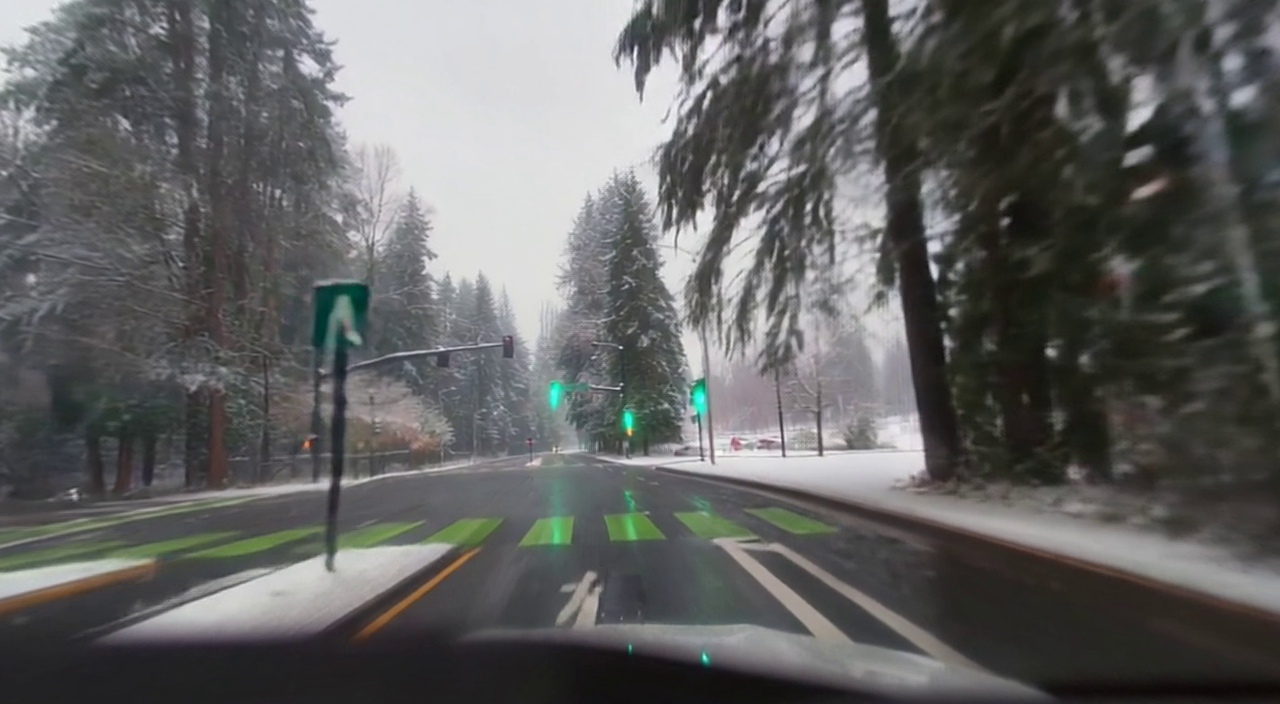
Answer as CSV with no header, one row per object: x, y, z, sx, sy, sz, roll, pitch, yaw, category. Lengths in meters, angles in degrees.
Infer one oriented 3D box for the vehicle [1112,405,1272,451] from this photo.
20.293,2.868,23.494,1.908,1.467,4.117,3,-8,-10,vehicle
